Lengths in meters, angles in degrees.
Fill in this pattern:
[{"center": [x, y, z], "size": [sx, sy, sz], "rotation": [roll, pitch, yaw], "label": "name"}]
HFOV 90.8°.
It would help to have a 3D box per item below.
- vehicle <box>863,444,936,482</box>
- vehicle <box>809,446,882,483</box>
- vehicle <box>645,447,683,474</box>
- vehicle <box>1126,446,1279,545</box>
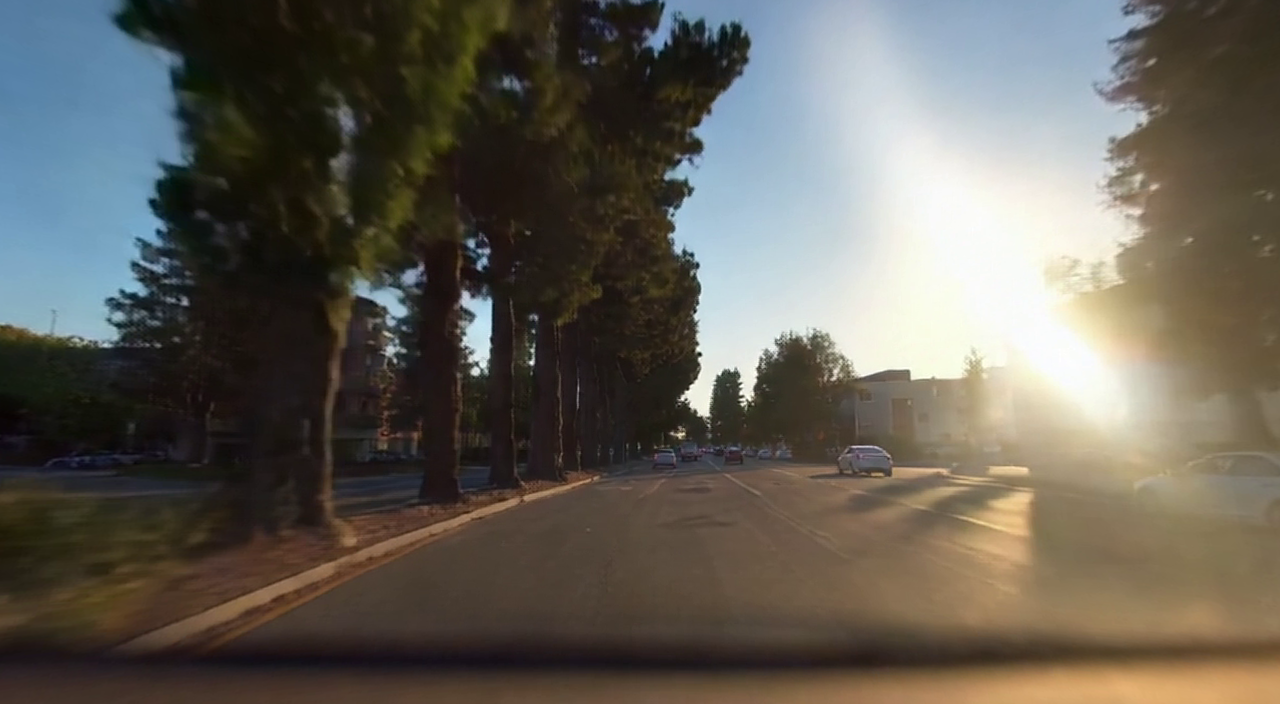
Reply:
[{"center": [12.680, 5.417, 31.170], "size": [1.945, 1.687, 4.292], "rotation": [-1, -9, 3], "label": "vehicle"}, {"center": [8.764, 4.798, 27.278], "size": [2.020, 1.472, 3.958], "rotation": [-1, -9, 4], "label": "vehicle"}, {"center": [1.447, 6.355, 37.340], "size": [2.077, 1.477, 3.897], "rotation": [-1, -9, 3], "label": "vehicle"}, {"center": [10.785, 2.323, 10.536], "size": [1.888, 1.508, 4.646], "rotation": [-1, -9, 4], "label": "vehicle"}]
